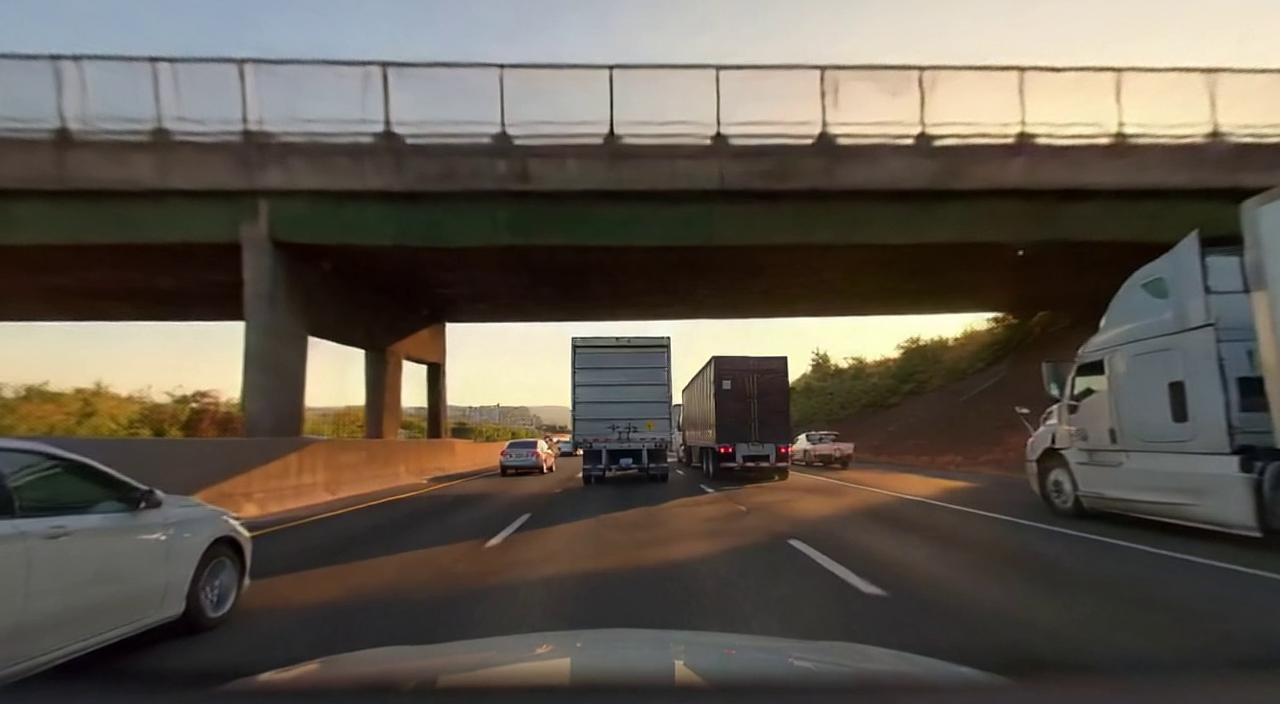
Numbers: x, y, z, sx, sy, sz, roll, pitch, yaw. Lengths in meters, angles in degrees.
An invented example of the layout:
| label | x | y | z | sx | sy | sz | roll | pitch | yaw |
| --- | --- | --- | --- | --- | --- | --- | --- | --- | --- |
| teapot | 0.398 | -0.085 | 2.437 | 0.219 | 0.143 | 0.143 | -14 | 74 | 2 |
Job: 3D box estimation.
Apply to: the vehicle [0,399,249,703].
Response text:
| label | x | y | z | sx | sy | sz | roll | pitch | yaw |
| --- | --- | --- | --- | --- | --- | --- | --- | --- | --- |
| vehicle | -3.534 | 0.822 | 1.774 | 1.894 | 1.460 | 4.662 | 0 | -8 | 0 |

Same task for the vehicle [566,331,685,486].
| label | x | y | z | sx | sy | sz | roll | pitch | yaw |
| --- | --- | --- | --- | --- | --- | --- | --- | --- | --- |
| vehicle | -0.556 | 2.179 | 21.880 | 3.090 | 4.065 | 10.702 | 0 | -8 | -2 |

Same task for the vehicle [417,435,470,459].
| label | x | y | z | sx | sy | sz | roll | pitch | yaw |
| --- | --- | --- | --- | --- | --- | --- | --- | --- | --- |
| vehicle | -12.723 | 6.178 | 41.128 | 2.060 | 1.479 | 4.264 | 0 | -8 | 0 |

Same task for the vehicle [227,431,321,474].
| label | x | y | z | sx | sy | sz | roll | pitch | yaw |
| --- | --- | --- | --- | --- | --- | --- | --- | --- | --- |
| vehicle | -20.067 | 5.485 | 34.868 | 2.246 | 2.109 | 5.095 | -2 | -8 | -1 |

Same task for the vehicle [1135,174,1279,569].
| label | x | y | z | sx | sy | sz | roll | pitch | yaw |
| --- | --- | --- | --- | --- | --- | --- | --- | --- | --- |
| vehicle | 8.299 | -0.452 | 1.819 | 3.000 | 4.114 | 13.063 | 0 | -8 | -1 |

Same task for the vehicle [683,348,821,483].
| label | x | y | z | sx | sy | sz | roll | pitch | yaw |
| --- | --- | --- | --- | --- | --- | --- | --- | --- | --- |
| vehicle | 3.620 | 2.589 | 23.976 | 2.817 | 3.886 | 11.491 | 0 | -8 | -2 |

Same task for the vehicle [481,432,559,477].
| label | x | y | z | sx | sy | sz | roll | pitch | yaw |
| --- | --- | --- | --- | --- | --- | --- | --- | --- | --- |
| vehicle | -4.186 | 3.610 | 22.535 | 2.049 | 1.483 | 3.786 | 0 | -8 | 0 |
